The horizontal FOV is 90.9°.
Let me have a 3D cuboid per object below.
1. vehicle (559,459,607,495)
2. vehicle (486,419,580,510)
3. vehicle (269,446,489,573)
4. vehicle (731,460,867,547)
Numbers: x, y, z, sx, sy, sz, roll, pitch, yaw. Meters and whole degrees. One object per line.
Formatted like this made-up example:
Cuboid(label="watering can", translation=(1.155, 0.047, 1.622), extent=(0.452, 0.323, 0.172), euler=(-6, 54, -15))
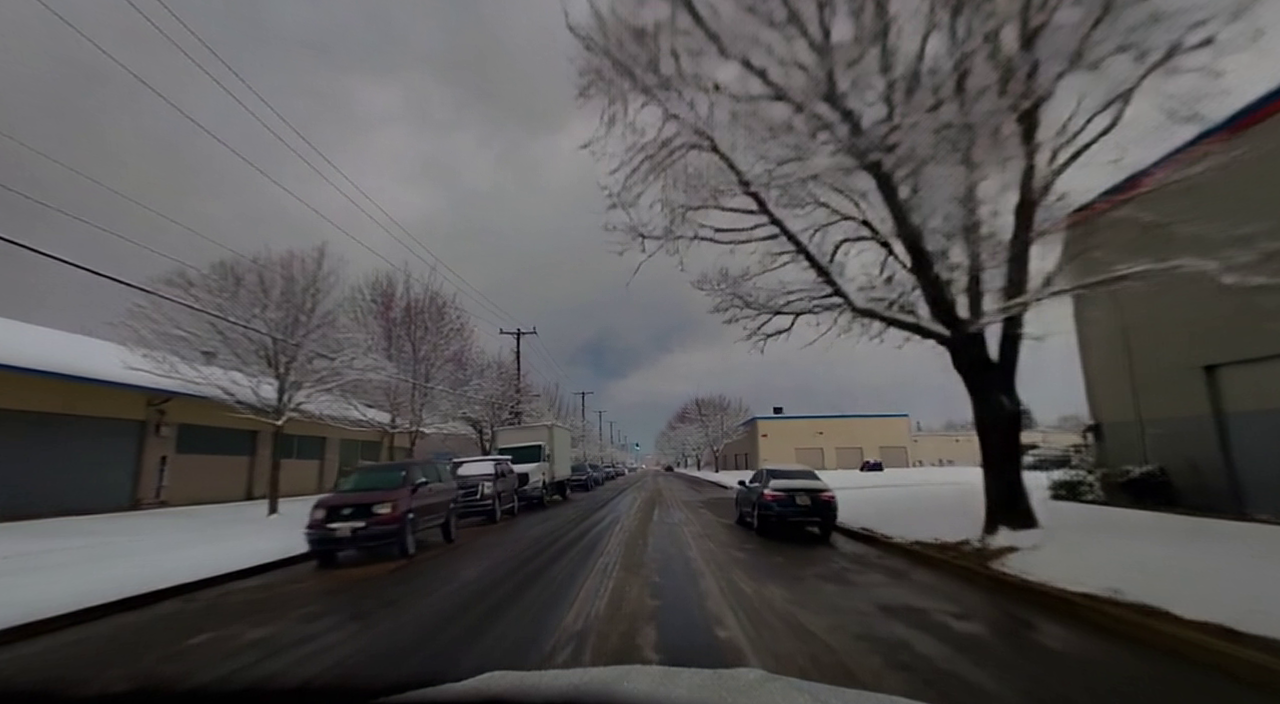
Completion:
Cuboid(label="vehicle", translation=(-2.917, 6.529, 33.220), extent=(1.886, 1.640, 4.311), euler=(1, -8, 2))
Cuboid(label="vehicle", translation=(-3.504, 3.930, 21.996), extent=(2.242, 2.726, 5.581), euler=(1, -11, 0))
Cuboid(label="vehicle", translation=(-3.893, 2.417, 10.199), extent=(1.835, 1.625, 3.674), euler=(0, -11, 2))
Cuboid(label="vehicle", translation=(3.036, 2.991, 12.905), extent=(1.819, 1.446, 3.909), euler=(1, -11, 1))
